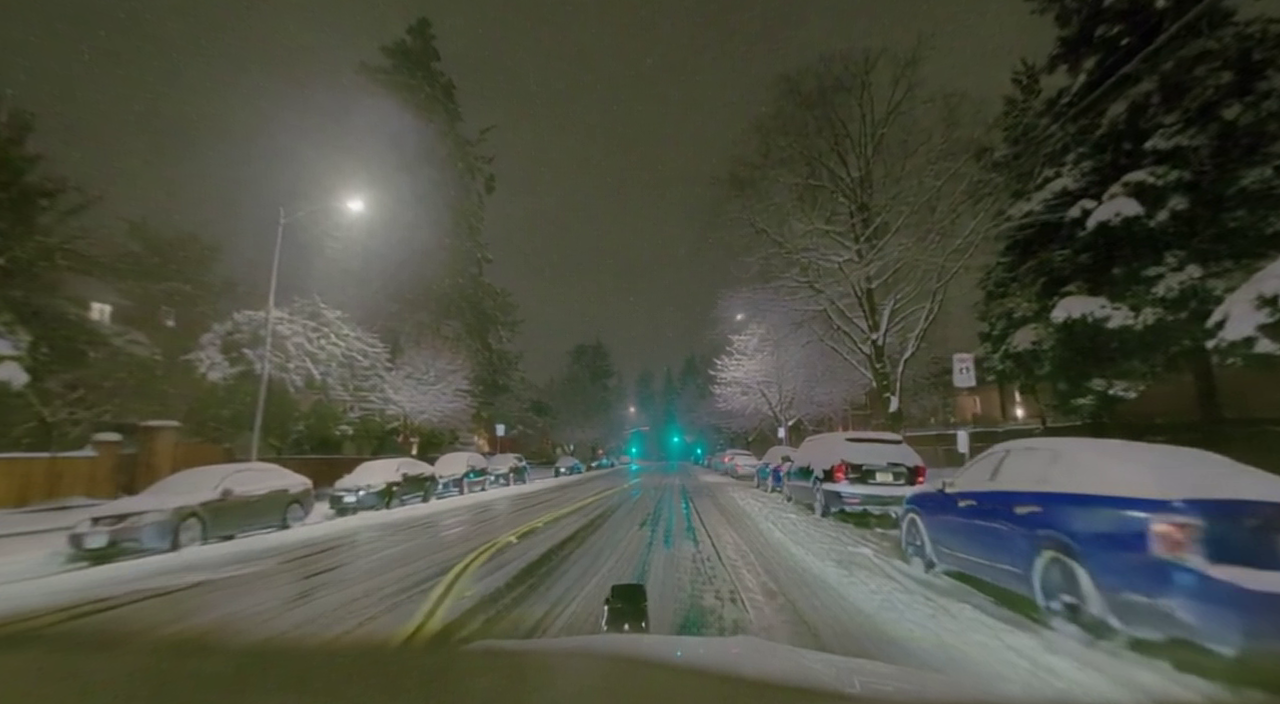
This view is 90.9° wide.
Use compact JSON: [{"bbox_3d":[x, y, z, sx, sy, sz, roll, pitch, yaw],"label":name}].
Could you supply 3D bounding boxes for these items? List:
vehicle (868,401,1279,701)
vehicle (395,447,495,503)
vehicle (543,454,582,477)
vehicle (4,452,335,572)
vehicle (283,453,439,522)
[{"bbox_3d":[4.113,1.524,6.137,2.216,1.779,4.630,0,-8,2],"label":"vehicle"},{"bbox_3d":[-6.814,4.315,22.651,1.973,1.755,4.528,-1,-8,3],"label":"vehicle"},{"bbox_3d":[-5.433,8.006,44.658,1.903,1.463,4.526,-2,-8,4],"label":"vehicle"},{"bbox_3d":[-7.361,2.493,10.704,1.963,1.470,4.671,-2,-9,1],"label":"vehicle"},{"bbox_3d":[-7.132,3.467,16.742,1.948,1.477,4.518,-2,-9,2],"label":"vehicle"}]
